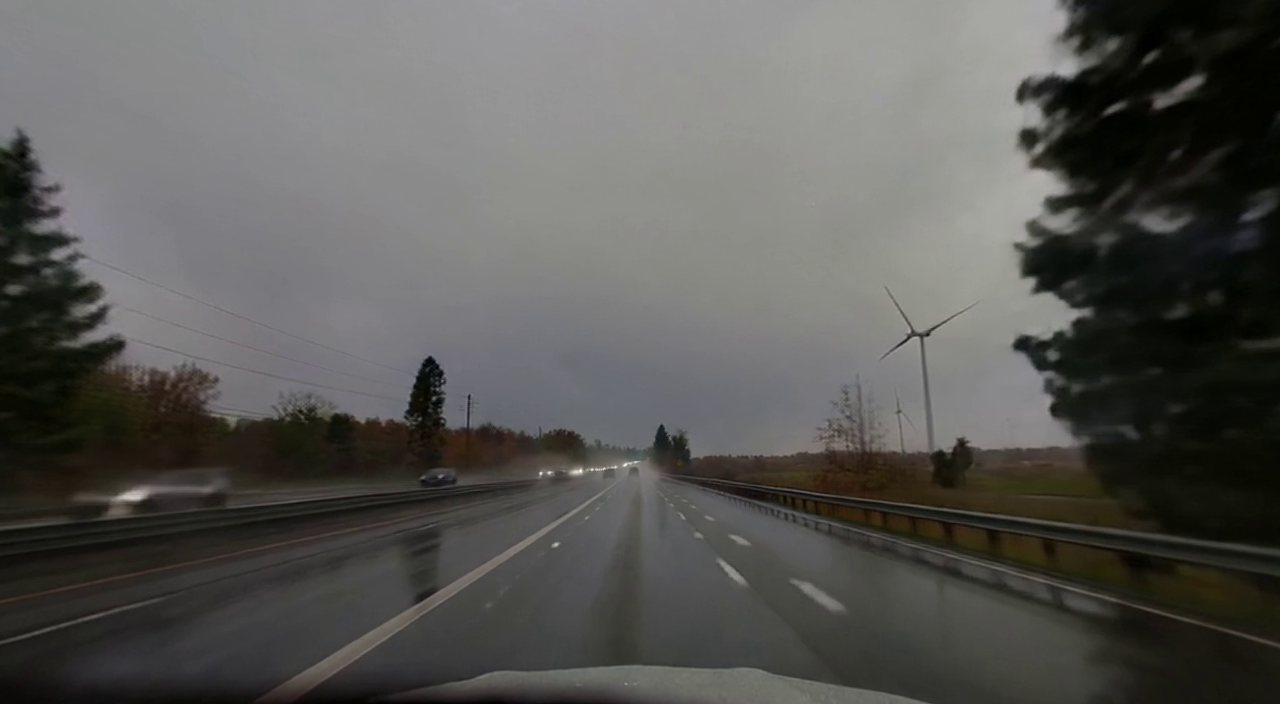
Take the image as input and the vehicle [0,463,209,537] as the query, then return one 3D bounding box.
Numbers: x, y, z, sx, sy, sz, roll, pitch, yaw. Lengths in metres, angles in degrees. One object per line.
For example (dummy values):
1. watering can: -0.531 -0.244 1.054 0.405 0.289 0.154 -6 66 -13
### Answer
1. vehicle: -13.182 3.584 15.682 1.868 1.526 4.154 1 -11 0
